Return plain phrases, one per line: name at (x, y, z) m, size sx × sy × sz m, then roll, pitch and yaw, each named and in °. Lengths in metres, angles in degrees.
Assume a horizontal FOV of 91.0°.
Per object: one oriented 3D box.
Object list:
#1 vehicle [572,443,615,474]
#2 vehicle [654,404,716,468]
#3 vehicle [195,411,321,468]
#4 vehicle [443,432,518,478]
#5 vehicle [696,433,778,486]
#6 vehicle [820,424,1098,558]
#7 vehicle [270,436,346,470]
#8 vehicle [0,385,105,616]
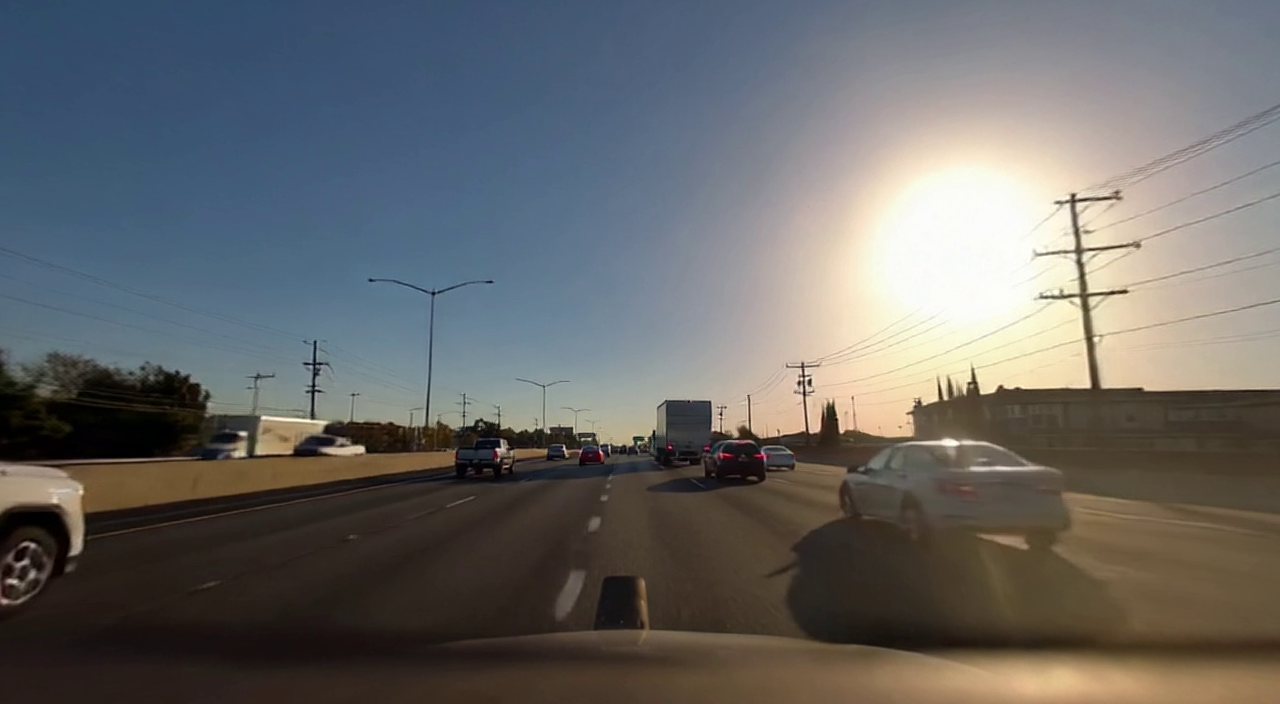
vehicle at (-2.426, 5.700, 34.015) m, size 2.060 × 1.508 × 4.308 m, roll 1°, pitch -8°, yaw -1°
vehicle at (2.961, 6.089, 45.185) m, size 3.045 × 3.923 × 11.834 m, roll 1°, pitch -9°, yaw -2°
vehicle at (-29.605, 6.946, 49.811) m, size 3.018 × 3.937 × 11.431 m, roll 1°, pitch -9°, yaw -2°
vehicle at (-6.843, 4.481, 27.632) m, size 2.147 × 1.825 × 4.602 m, roll 1°, pitch -8°, yaw -1°
vehicle at (3.566, 4.074, 24.170) m, size 2.182 × 1.782 × 4.800 m, roll 1°, pitch -9°, yaw -2°
vehicle at (4.505, 2.014, 9.830) m, size 1.978 × 1.607 × 4.245 m, roll 1°, pitch -9°, yaw -2°
vehicle at (-15.738, 4.805, 30.070) m, size 1.665 × 1.476 × 3.651 m, roll 0°, pitch -8°, yaw -1°
vehicle at (-5.779, 0.895, 3.303) m, size 2.127 × 1.705 × 4.374 m, roll 1°, pitch -9°, yaw -2°
